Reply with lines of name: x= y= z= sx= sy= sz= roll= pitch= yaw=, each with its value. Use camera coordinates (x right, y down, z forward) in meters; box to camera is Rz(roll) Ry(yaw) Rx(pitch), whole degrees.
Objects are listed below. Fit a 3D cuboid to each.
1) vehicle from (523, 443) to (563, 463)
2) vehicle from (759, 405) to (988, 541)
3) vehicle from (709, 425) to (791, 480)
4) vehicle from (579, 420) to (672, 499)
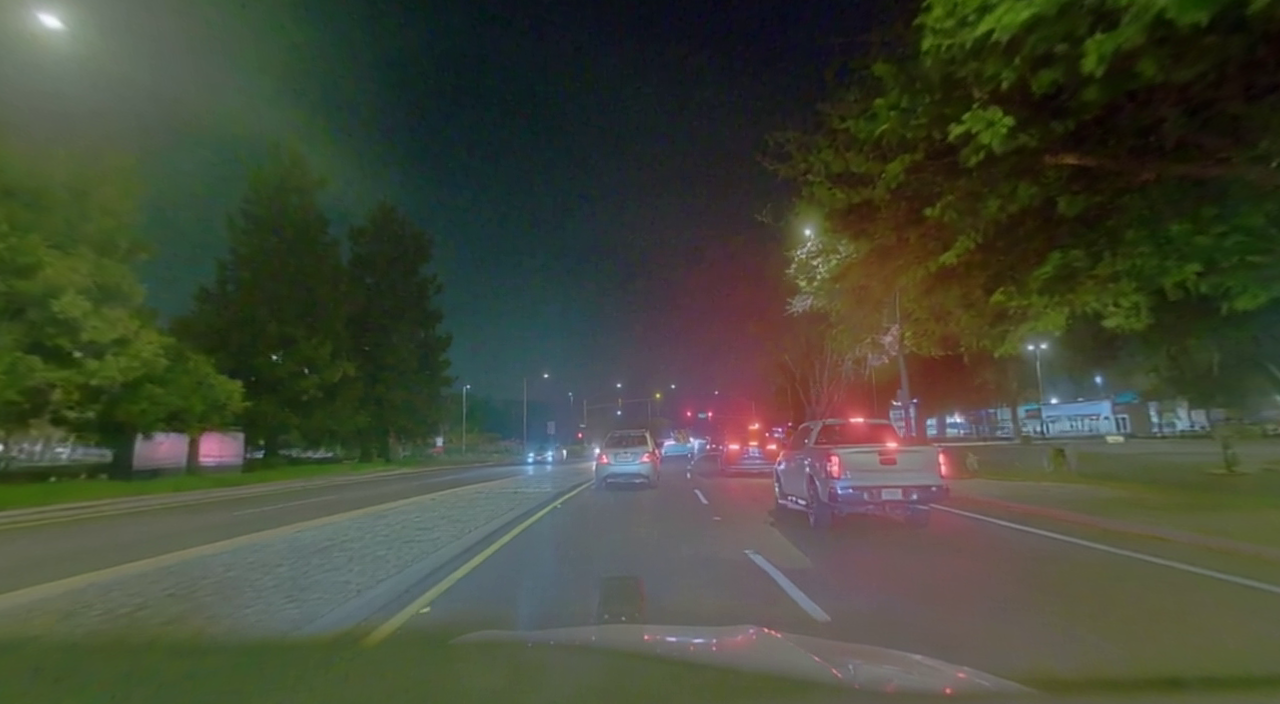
vehicle: x=-7.582 y=7.930 z=49.745 sx=1.953 sy=1.476 sz=4.747 roll=-1 pitch=-8 yaw=6
vehicle: x=3.493 y=1.917 z=10.627 sx=2.114 sy=1.765 sz=4.647 roll=0 pitch=-8 yaw=1
vehicle: x=4.032 y=3.838 z=24.367 sx=2.317 sy=1.857 sz=5.940 roll=0 pitch=-8 yaw=2
vehicle: x=-0.237 y=2.746 z=16.451 sx=2.113 sy=1.768 sz=3.901 roll=0 pitch=-8 yaw=3
